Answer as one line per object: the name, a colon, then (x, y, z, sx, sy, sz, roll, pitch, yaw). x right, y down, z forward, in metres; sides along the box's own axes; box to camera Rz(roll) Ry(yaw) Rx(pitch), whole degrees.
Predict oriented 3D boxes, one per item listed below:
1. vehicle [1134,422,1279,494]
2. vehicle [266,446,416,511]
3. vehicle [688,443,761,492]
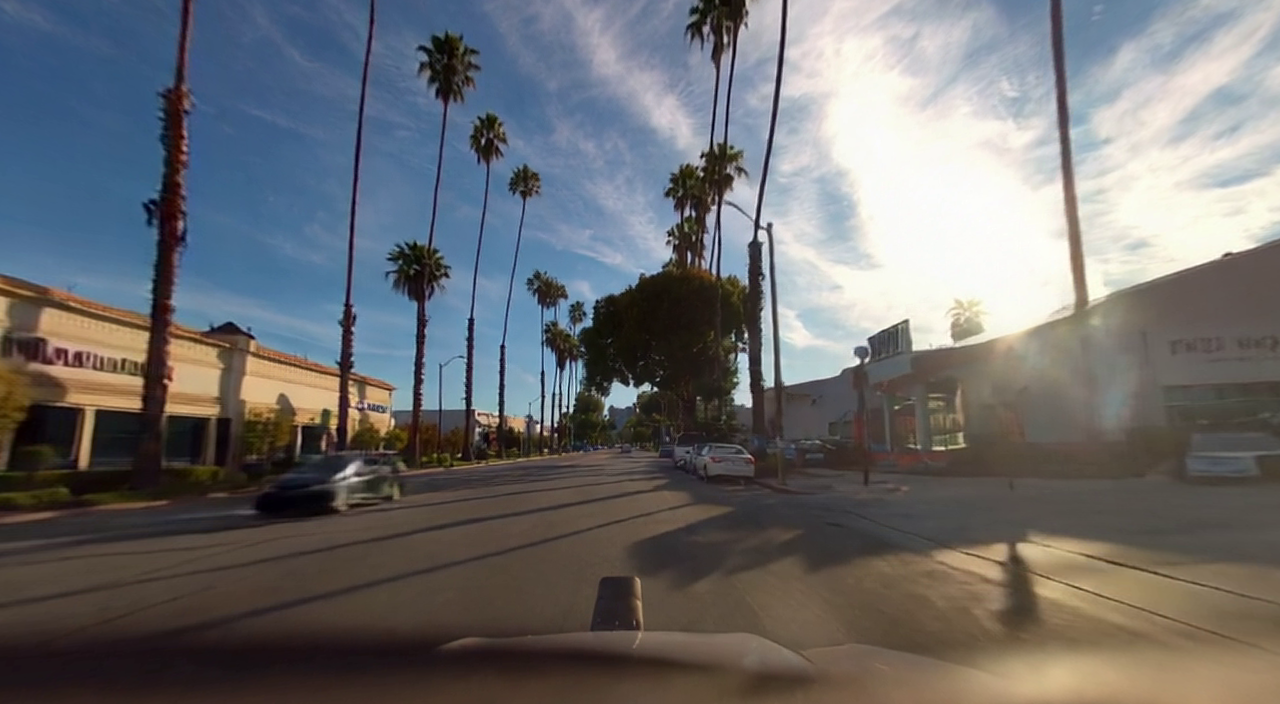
vehicle: (14.826, 2.452, 14.736, 4.793, 1.537, 2.105, 0, -9, -1)
vehicle: (-7.680, 3.253, 16.769, 1.923, 1.485, 4.186, 0, -9, 0)
vehicle: (2.963, 4.190, 23.239, 2.046, 1.588, 4.508, 0, -9, 0)
